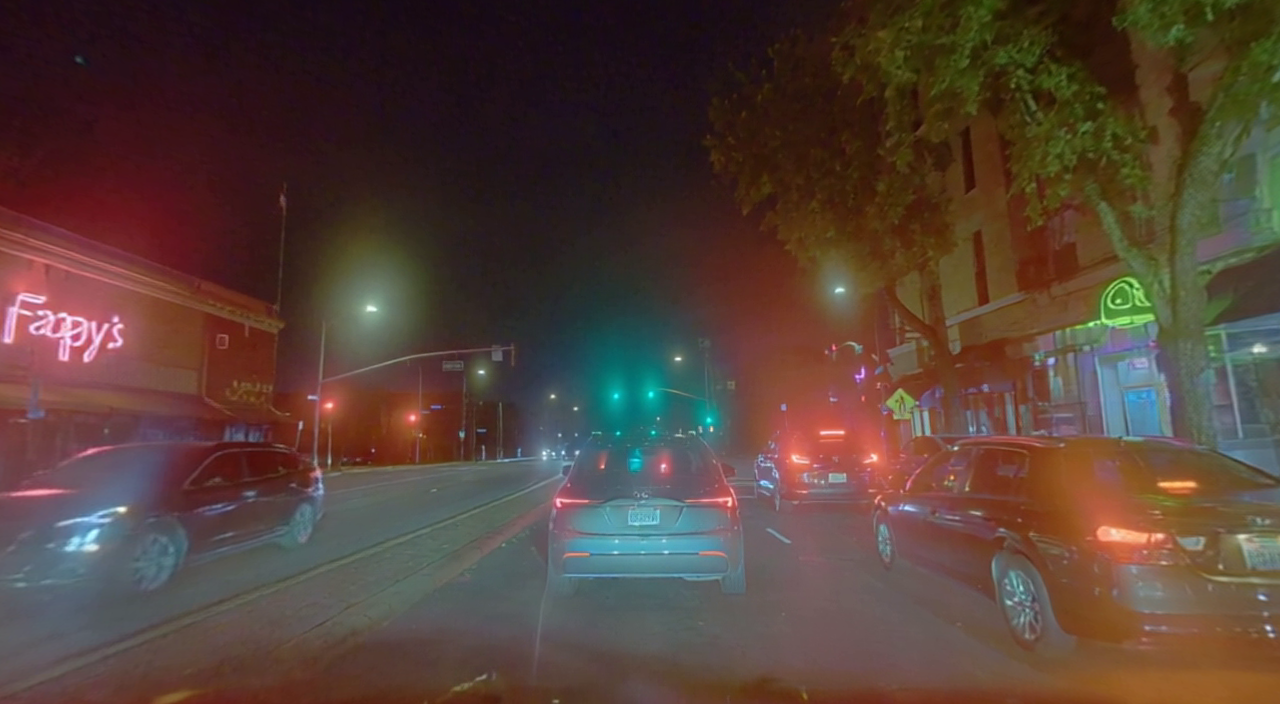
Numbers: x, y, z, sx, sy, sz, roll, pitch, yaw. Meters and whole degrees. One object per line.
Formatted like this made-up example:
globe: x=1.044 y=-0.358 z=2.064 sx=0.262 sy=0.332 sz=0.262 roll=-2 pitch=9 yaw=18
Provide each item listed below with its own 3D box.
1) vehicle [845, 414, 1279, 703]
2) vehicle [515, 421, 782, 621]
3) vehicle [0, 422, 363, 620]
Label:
vehicle: x=3.394 y=1.369 z=5.305 sx=1.988 sy=1.480 sz=4.195 roll=0 pitch=-9 yaw=1
vehicle: x=0.057 y=1.544 z=6.614 sx=2.006 sy=1.487 sz=3.535 roll=0 pitch=-9 yaw=0
vehicle: x=-5.227 y=1.691 z=7.392 sx=1.898 sy=1.542 sz=4.689 roll=0 pitch=-9 yaw=-1
